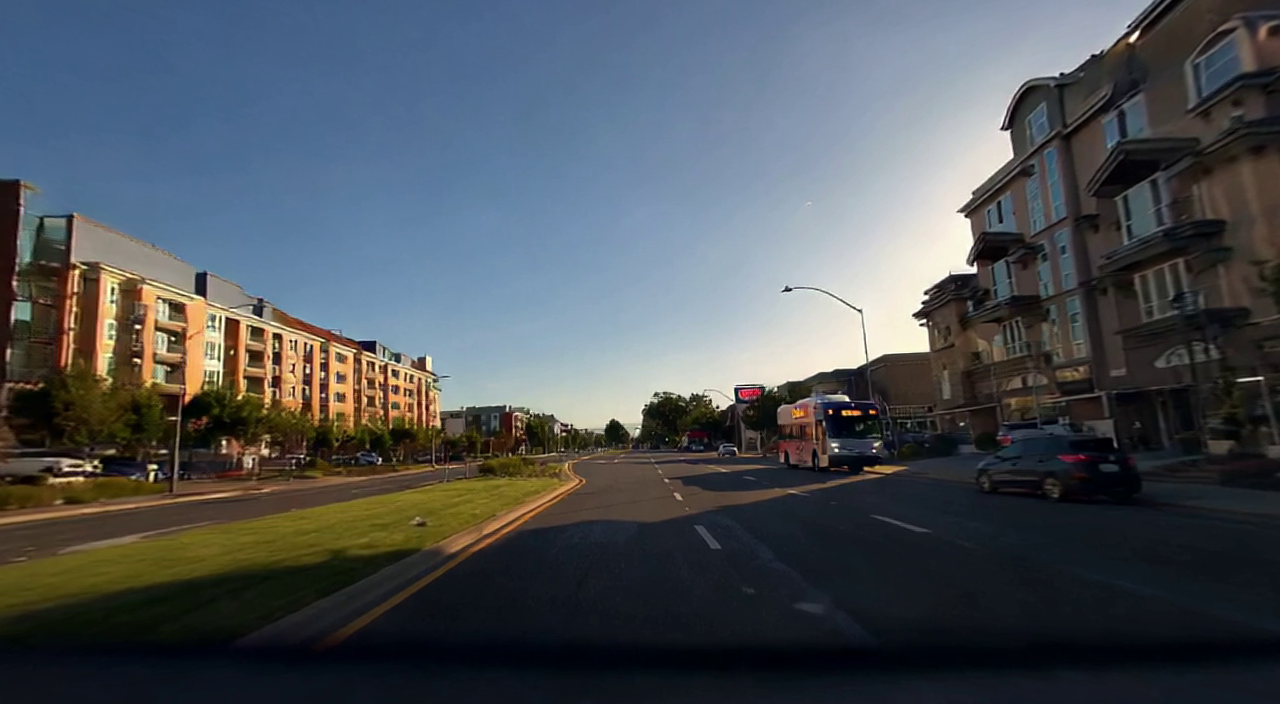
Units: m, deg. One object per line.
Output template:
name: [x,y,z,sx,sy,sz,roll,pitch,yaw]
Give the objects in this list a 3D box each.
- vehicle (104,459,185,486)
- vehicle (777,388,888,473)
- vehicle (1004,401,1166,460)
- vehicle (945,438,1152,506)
vehicle: [-33.602,8.157,42.995,1.863,1.646,4.565,0,-8,-1]
vehicle: [9.775,4.215,33.387,3.017,3.888,8.508,0,-8,-1]
vehicle: [20.385,3.700,29.369,5.637,2.480,2.521,-4,-9,26]
vehicle: [10.054,2.966,16.168,2.009,1.451,4.832,0,-8,-1]
